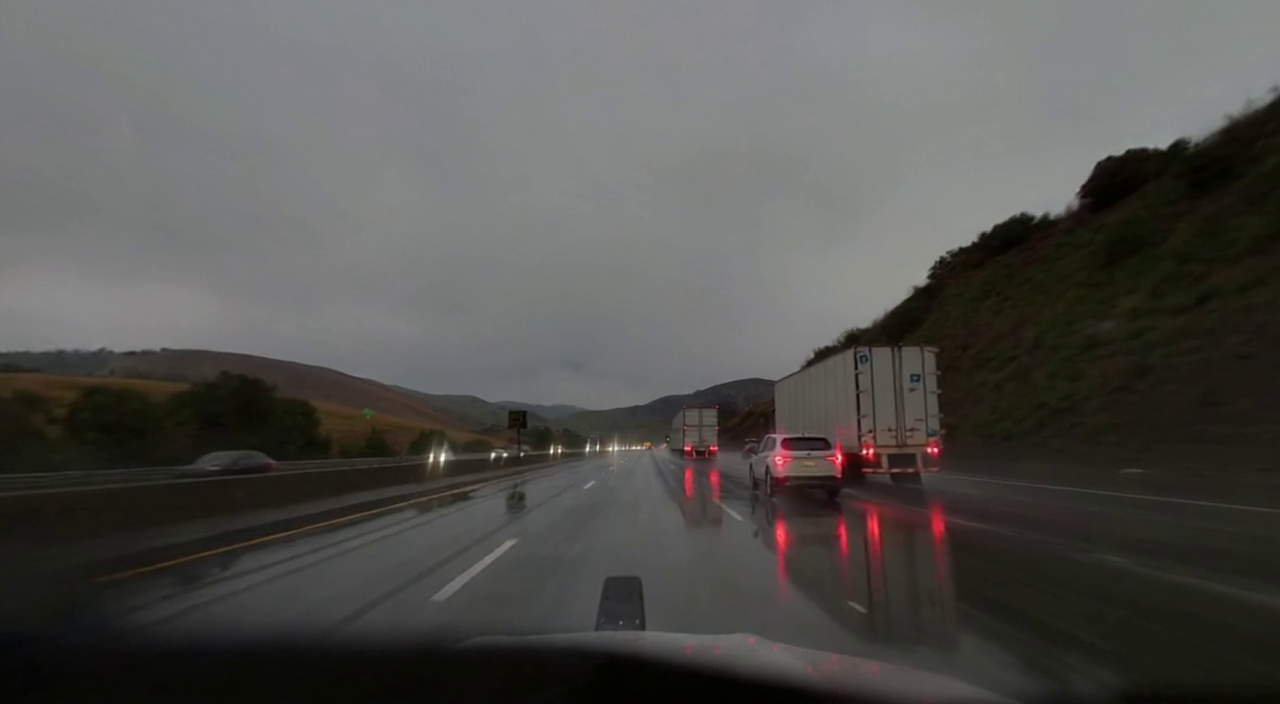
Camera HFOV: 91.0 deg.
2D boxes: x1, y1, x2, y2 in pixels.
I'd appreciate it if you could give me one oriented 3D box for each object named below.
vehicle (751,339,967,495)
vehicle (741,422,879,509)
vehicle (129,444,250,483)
[{"bbox_3d":[7.299,2.925,25.051,2.947,4.199,16.175,0,-9,0],"label":"vehicle"},{"bbox_3d":[3.787,2.628,14.929,2.055,1.737,4.224,0,-9,0],"label":"vehicle"},{"bbox_3d":[-20.017,4.929,28.270,1.957,1.587,4.595,0,-9,1],"label":"vehicle"}]
